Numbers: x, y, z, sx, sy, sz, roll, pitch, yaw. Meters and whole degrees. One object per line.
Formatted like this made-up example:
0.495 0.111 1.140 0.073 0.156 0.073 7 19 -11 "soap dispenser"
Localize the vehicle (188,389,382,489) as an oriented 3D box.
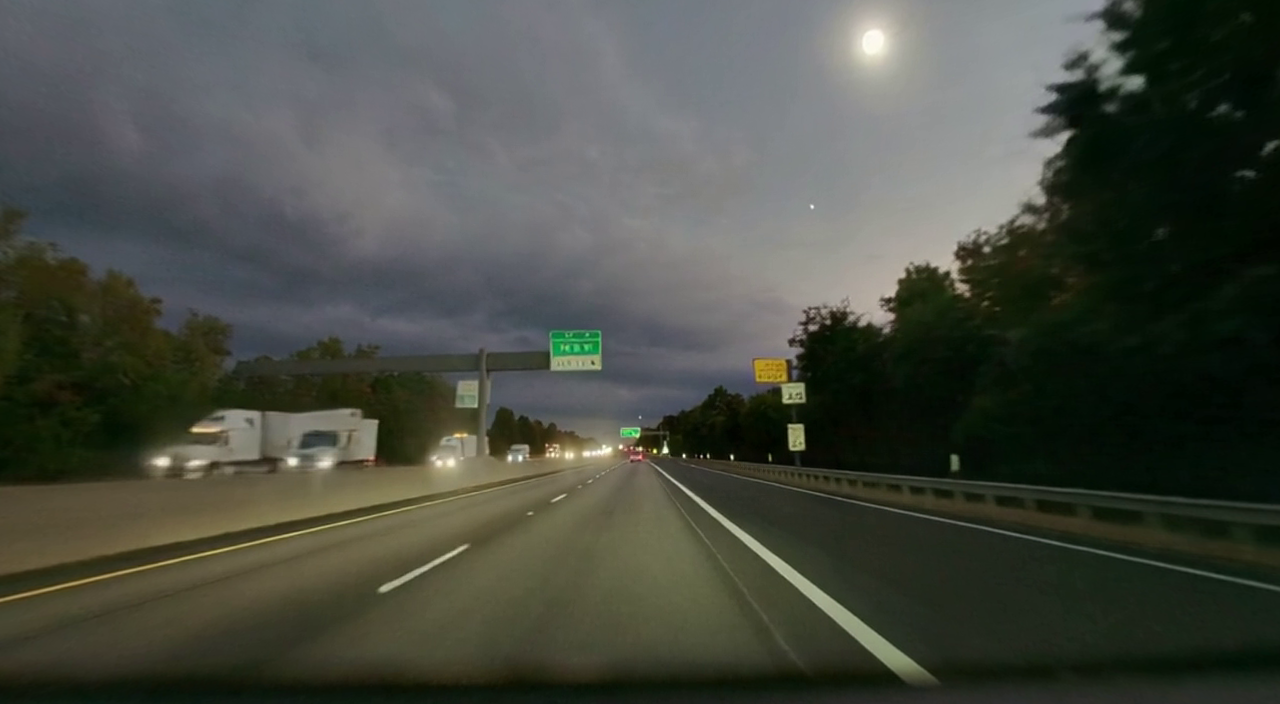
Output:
-15.548 4.119 29.097 2.838 3.762 10.694 0 -9 -1 "vehicle"
